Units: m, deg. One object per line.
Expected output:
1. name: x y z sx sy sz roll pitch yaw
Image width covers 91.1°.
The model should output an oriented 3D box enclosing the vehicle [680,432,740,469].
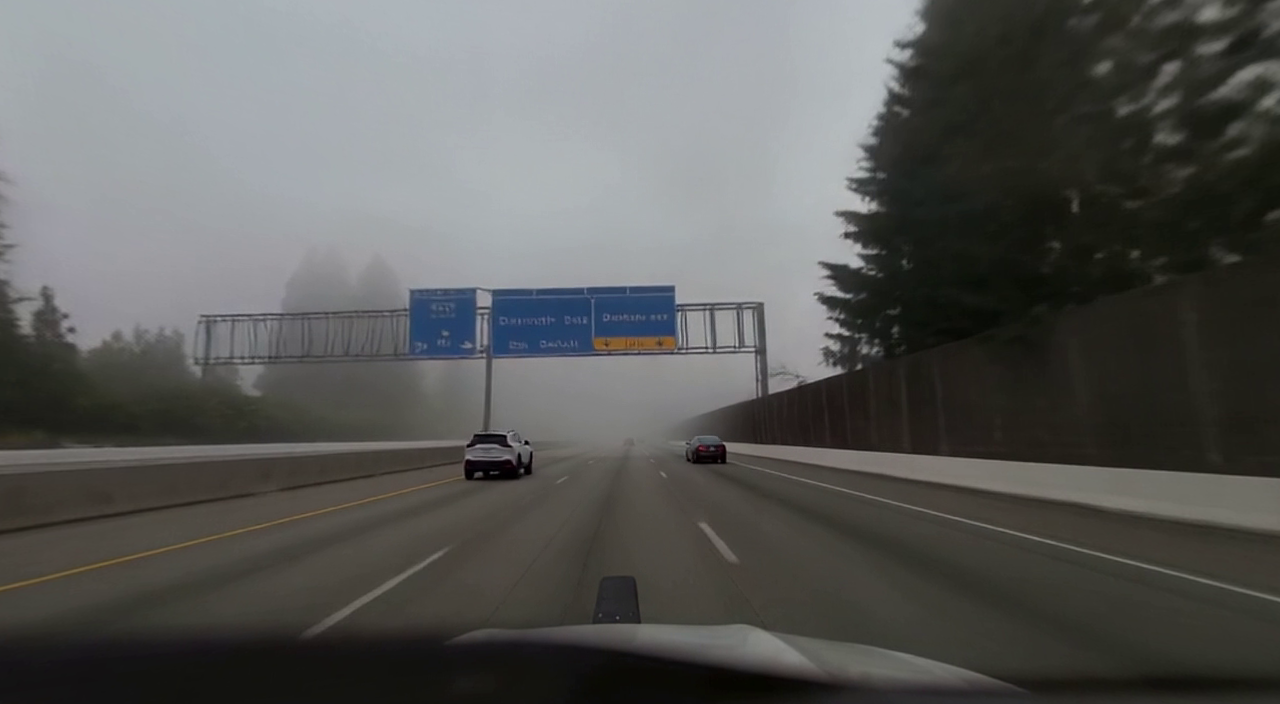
1. vehicle: 3.048 4.381 28.401 2.077 1.523 4.539 0 -8 -2

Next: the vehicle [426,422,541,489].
1. vehicle: -4.238 2.860 17.813 2.219 1.660 4.153 0 -8 -1
